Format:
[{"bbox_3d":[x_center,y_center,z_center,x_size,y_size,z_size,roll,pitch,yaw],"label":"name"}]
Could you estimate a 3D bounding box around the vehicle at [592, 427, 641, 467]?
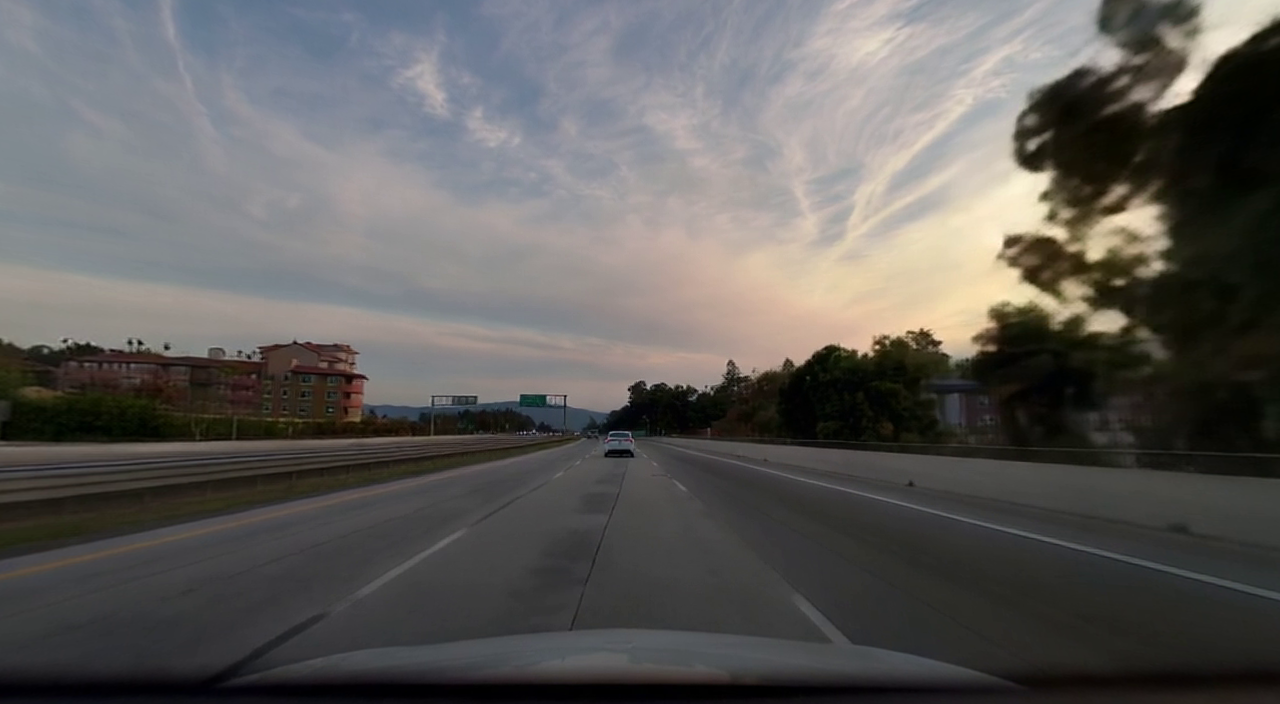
[{"bbox_3d":[-1.043,4.163,27.815,2.020,1.633,3.942,0,-8,-2],"label":"vehicle"}]
